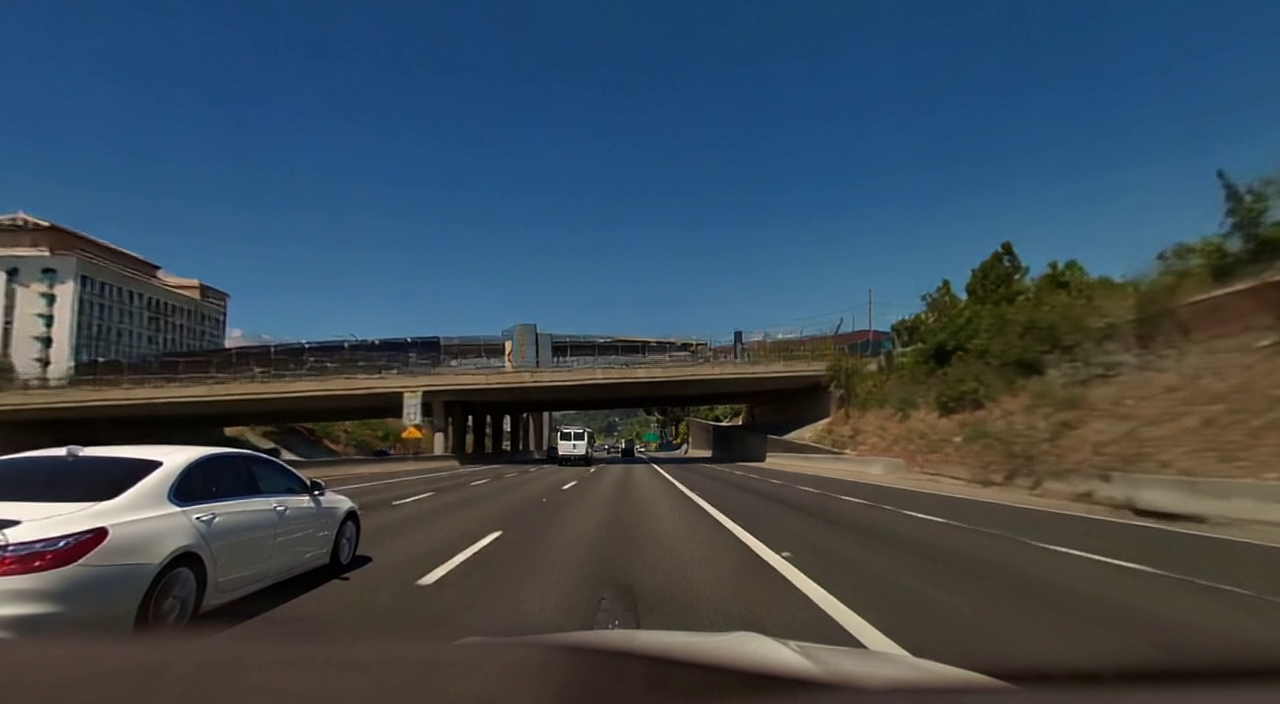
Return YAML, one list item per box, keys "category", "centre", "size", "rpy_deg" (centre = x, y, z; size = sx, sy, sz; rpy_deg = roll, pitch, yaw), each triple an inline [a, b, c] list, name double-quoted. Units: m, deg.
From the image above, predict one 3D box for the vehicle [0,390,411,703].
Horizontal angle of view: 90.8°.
- category: "vehicle"
  centre: [-3.669, 1.277, 4.976]
  size: [2.025, 1.556, 4.594]
  rpy_deg: [0, -8, -1]

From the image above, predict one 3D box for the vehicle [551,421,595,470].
- category: "vehicle"
  centre: [-4.351, 6.234, 42.220]
  size: [2.364, 2.953, 6.732]
  rpy_deg: [0, -9, -1]
